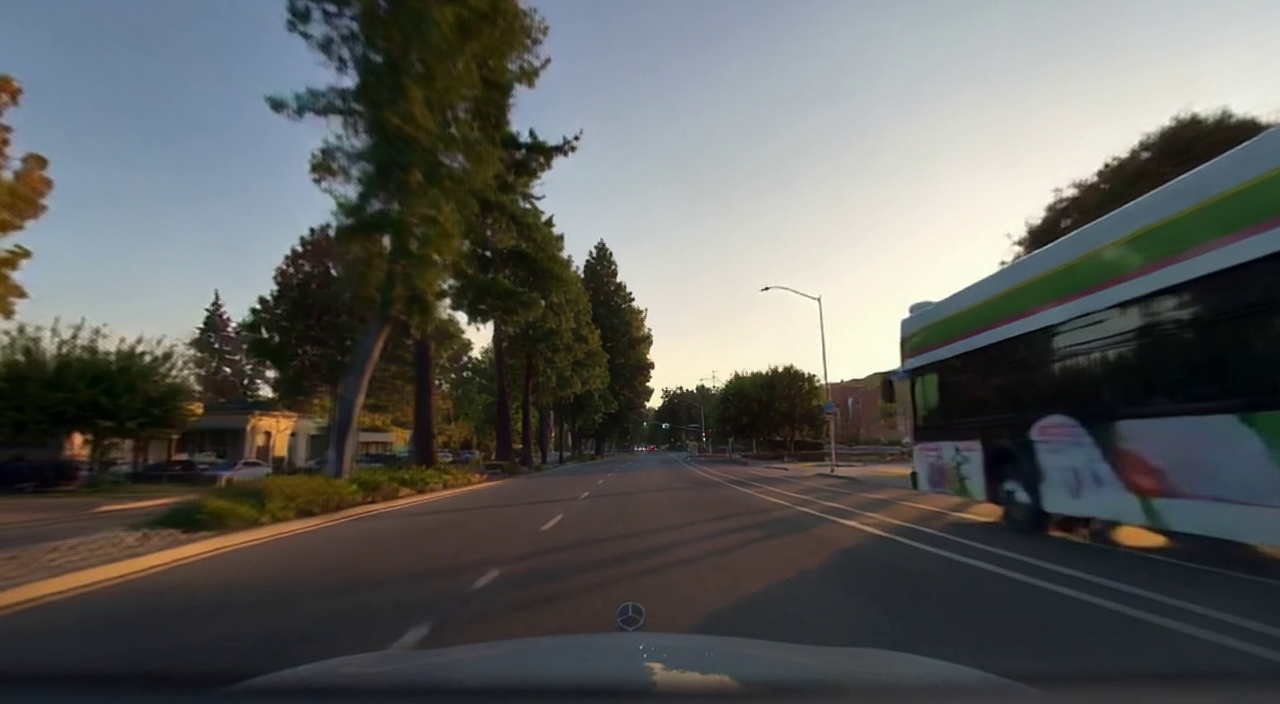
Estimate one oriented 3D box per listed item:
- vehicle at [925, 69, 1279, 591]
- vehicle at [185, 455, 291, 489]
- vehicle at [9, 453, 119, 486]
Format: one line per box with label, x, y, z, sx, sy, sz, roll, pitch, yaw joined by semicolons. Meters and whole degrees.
vehicle;8.083;-0.136;6.164;4.582;4.678;12.589;0;-8;0
vehicle;-21.291;6.336;33.683;2.114;1.602;4.824;-1;-9;6
vehicle;-30.478;6.223;33.405;3.996;1.653;1.885;-1;-9;3
